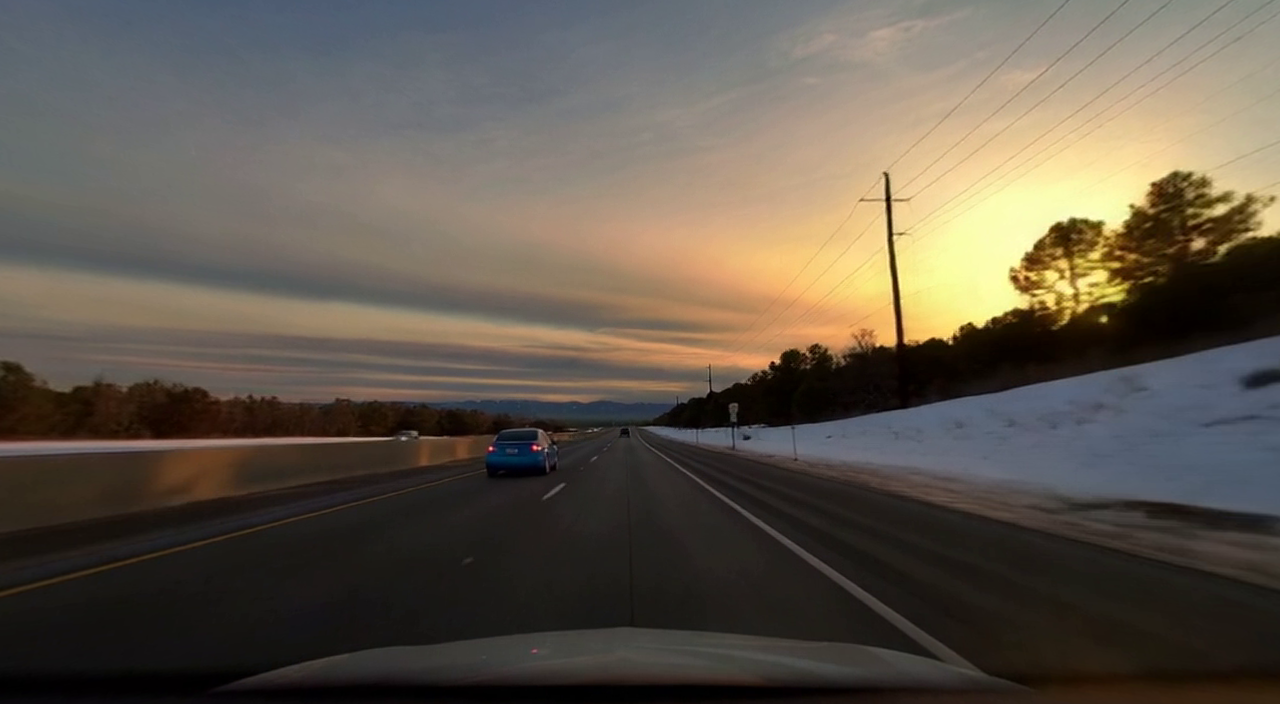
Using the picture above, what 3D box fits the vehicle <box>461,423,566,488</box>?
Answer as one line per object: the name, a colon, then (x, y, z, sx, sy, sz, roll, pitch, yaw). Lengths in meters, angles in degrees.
vehicle: (-3.274, 2.759, 17.108, 1.999, 1.536, 3.969, 0, -8, 0)
